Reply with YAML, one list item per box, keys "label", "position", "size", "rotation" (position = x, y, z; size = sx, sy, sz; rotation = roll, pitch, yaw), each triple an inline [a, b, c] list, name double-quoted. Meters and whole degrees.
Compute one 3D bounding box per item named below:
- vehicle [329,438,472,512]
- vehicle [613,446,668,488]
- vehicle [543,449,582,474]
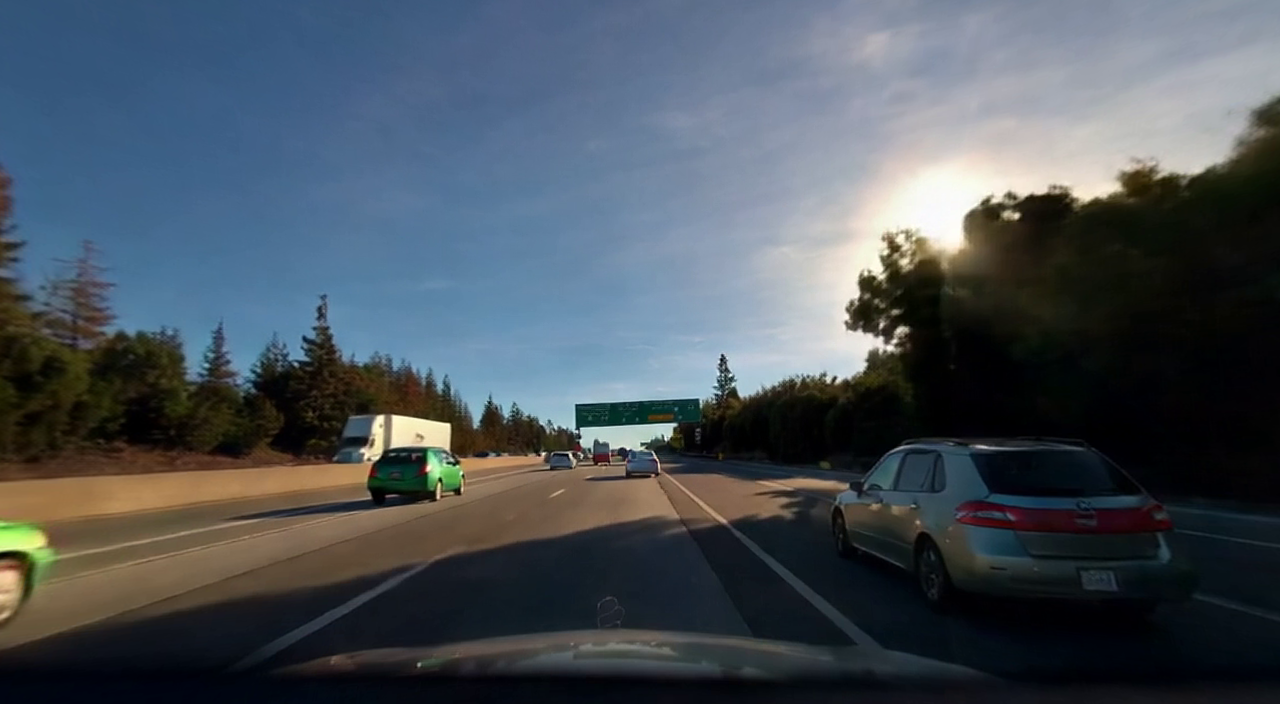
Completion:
- label: "vehicle"
  position: [-5.973, 3.107, 16.320]
  size: [2.058, 1.626, 4.118]
  rotation: [0, -9, 0]
- label: "vehicle"
  position: [0.000, 4.389, 24.224]
  size: [1.940, 1.451, 3.512]
  rotation: [0, -9, -1]
- label: "vehicle"
  position: [-4.846, 6.915, 39.935]
  size: [1.892, 1.481, 4.180]
  rotation: [0, -9, 1]
